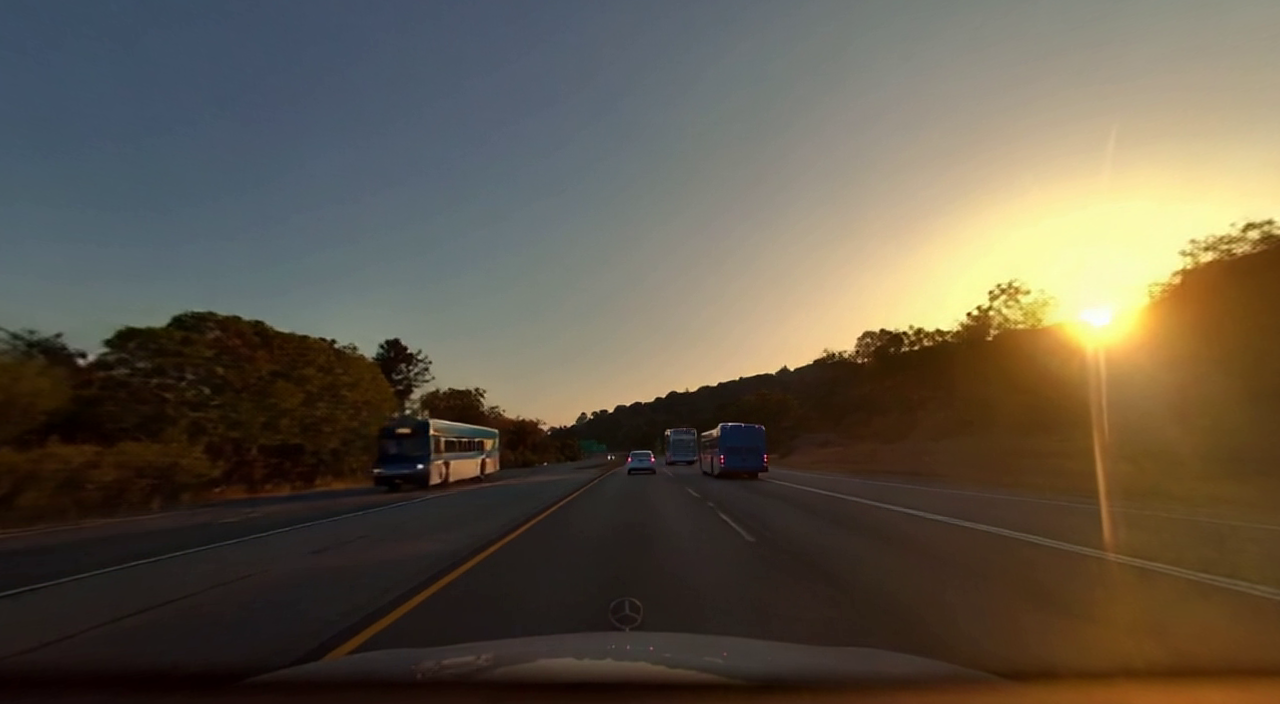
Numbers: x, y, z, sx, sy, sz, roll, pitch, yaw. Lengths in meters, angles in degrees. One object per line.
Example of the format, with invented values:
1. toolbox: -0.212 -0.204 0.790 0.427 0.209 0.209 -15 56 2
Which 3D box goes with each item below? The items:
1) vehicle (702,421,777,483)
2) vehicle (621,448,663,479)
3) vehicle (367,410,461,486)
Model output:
1. vehicle: 4.433 4.618 29.223 2.440 2.555 5.957 0 -9 0
2. vehicle: 0.090 5.568 31.724 2.004 1.449 3.817 0 -9 0
3. vehicle: -12.953 5.608 36.808 2.999 4.011 6.198 0 -9 1
